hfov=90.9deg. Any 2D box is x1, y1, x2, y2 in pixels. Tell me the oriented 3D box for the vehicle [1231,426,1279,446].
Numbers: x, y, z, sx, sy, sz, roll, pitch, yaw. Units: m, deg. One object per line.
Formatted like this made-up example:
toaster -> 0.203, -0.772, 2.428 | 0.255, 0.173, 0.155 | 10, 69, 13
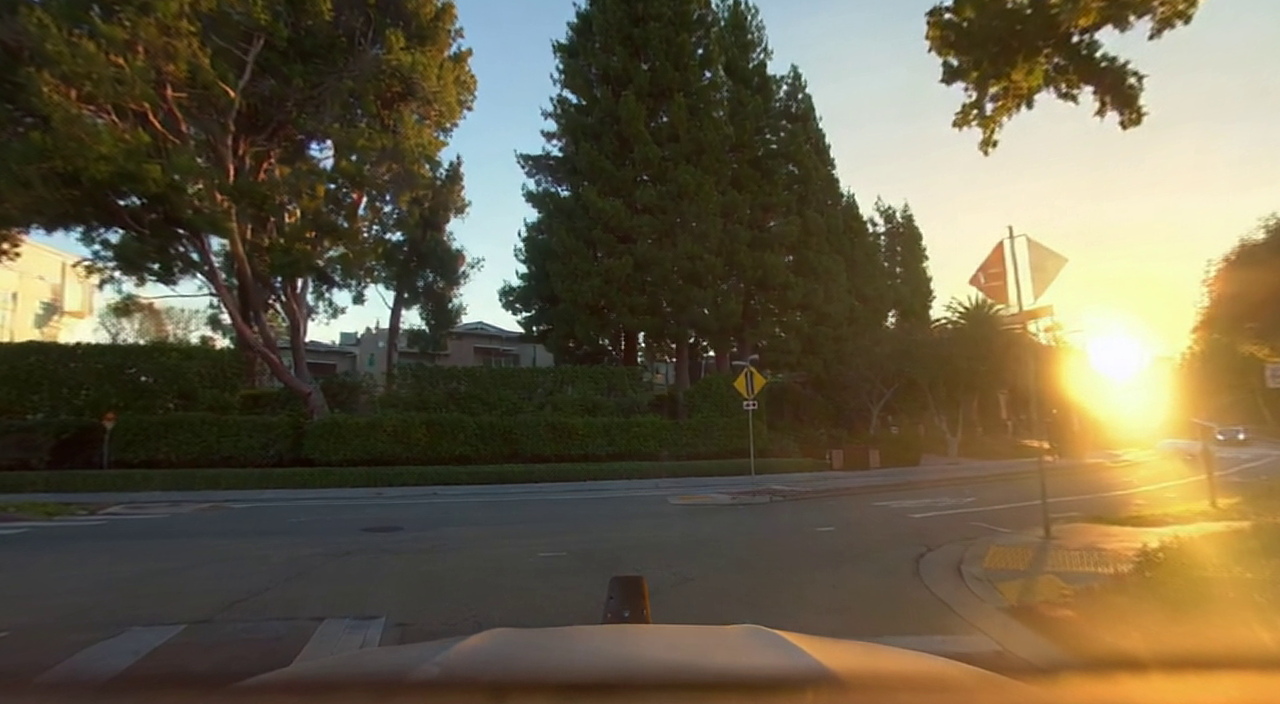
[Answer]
vehicle -> 48.038, 6.584, 49.080 | 4.473, 1.474, 2.108 | 6, -11, -37
